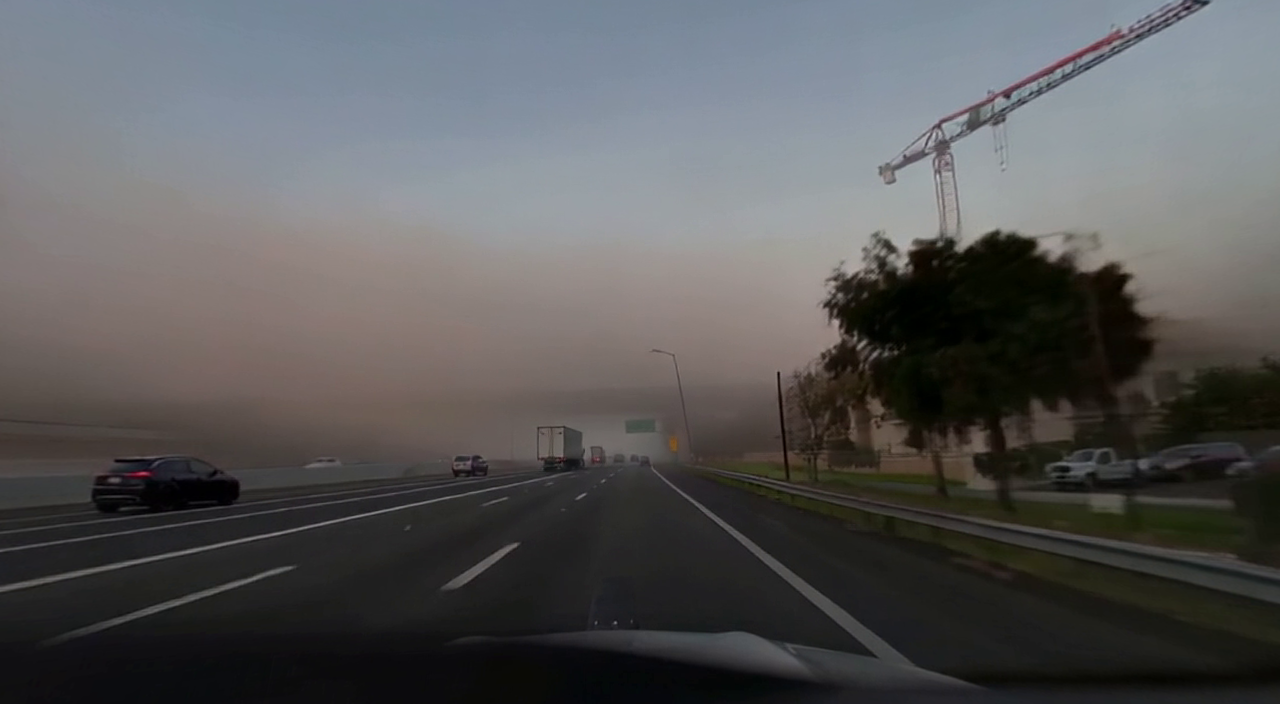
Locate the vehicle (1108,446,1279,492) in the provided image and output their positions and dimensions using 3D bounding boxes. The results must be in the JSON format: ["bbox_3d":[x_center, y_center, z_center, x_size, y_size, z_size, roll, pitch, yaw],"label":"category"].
[{"bbox_3d":[22.439,4.732,25.700,5.123,1.786,2.064,0,-9,-1],"label":"vehicle"}]

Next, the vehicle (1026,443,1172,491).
[{"bbox_3d":[21.621,5.410,29.974,4.877,1.907,2.479,-3,-8,0],"label":"vehicle"}]

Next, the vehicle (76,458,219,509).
[{"bbox_3d":[-19.269,5.131,25.051,1.932,1.752,4.541,0,-9,1],"label":"vehicle"}]
